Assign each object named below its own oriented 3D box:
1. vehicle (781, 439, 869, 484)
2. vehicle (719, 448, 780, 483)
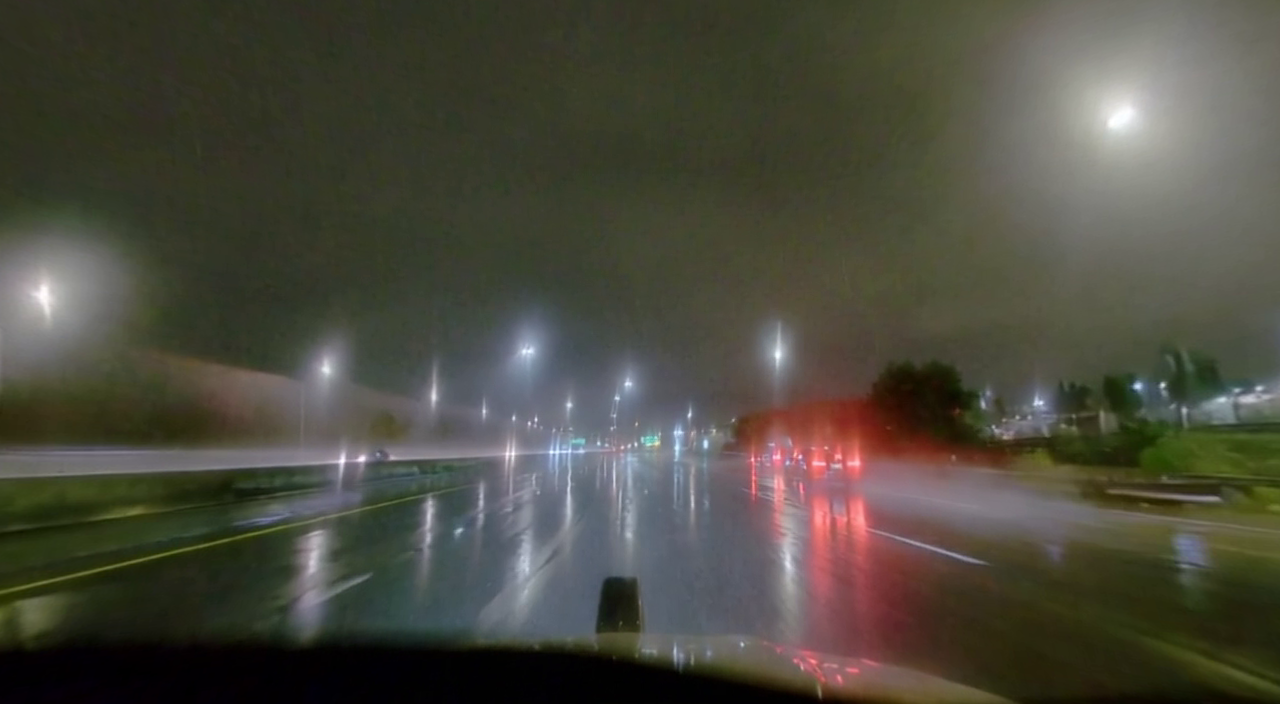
[{"bbox_3d":[8.731,5.222,30.329,2.387,1.936,5.646,0,-9,-1],"label":"vehicle"},{"bbox_3d":[5.228,5.487,30.729,2.053,1.553,4.463,0,-9,-1],"label":"vehicle"}]
